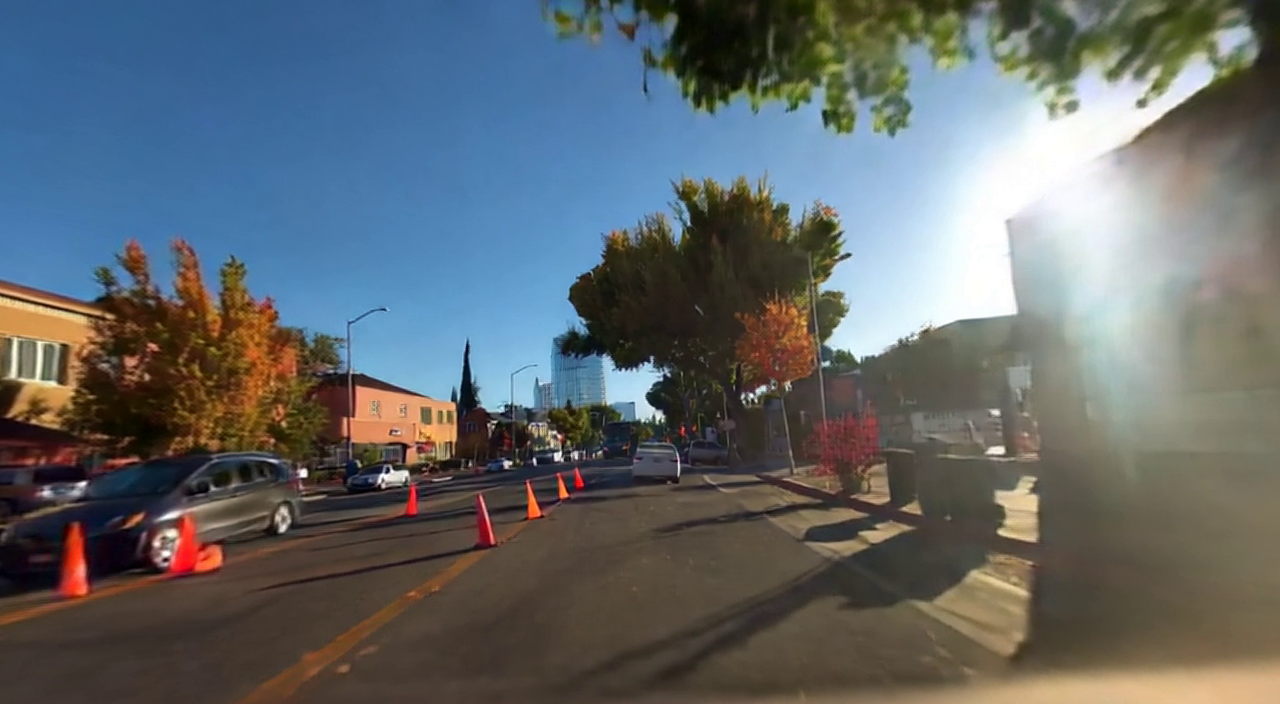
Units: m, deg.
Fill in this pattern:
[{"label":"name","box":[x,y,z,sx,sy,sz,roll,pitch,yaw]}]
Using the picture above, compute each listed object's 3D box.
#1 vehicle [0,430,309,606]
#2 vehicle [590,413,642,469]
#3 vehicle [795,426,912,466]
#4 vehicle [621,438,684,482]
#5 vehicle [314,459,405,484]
[{"label":"vehicle","box":[-6.897,2.041,8.760,2.016,1.693,4.911,-3,-8,0]},{"label":"vehicle","box":[-1.461,6.087,43.332,2.977,3.271,12.748,0,-8,-1]},{"label":"vehicle","box":[10.439,4.627,31.224,4.859,1.914,2.333,1,-8,-5]},{"label":"vehicle","box":[0.502,4.038,23.909,2.159,1.506,4.086,0,-8,2]},{"label":"vehicle","box":[-18.327,7.829,41.441,4.952,1.510,2.115,-1,-8,5]}]
